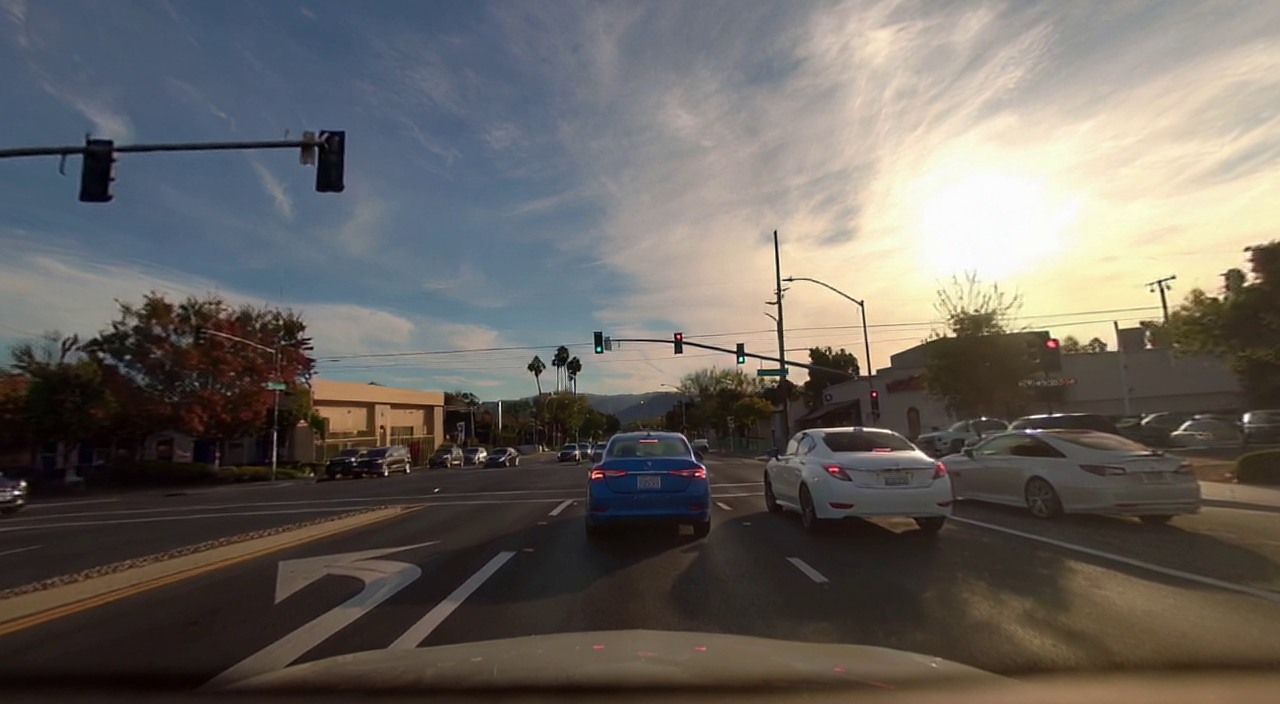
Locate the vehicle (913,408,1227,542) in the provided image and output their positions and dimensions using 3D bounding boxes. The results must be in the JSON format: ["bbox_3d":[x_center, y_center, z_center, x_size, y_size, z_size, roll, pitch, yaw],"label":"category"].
[{"bbox_3d":[6.460,1.898,10.298,2.009,1.700,4.275,0,-8,-1],"label":"vehicle"}]

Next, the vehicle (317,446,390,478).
[{"bbox_3d":[-18.585,7.138,41.306,2.324,1.911,5.610,0,-8,-2],"label":"vehicle"}]

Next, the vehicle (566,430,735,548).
[{"bbox_3d":[0.097,2.035,10.093,2.135,1.468,4.076,0,-8,-1],"label":"vehicle"}]

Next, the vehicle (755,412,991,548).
[{"bbox_3d":[3.272,1.910,10.105,1.973,1.633,4.717,0,-8,0],"label":"vehicle"}]
